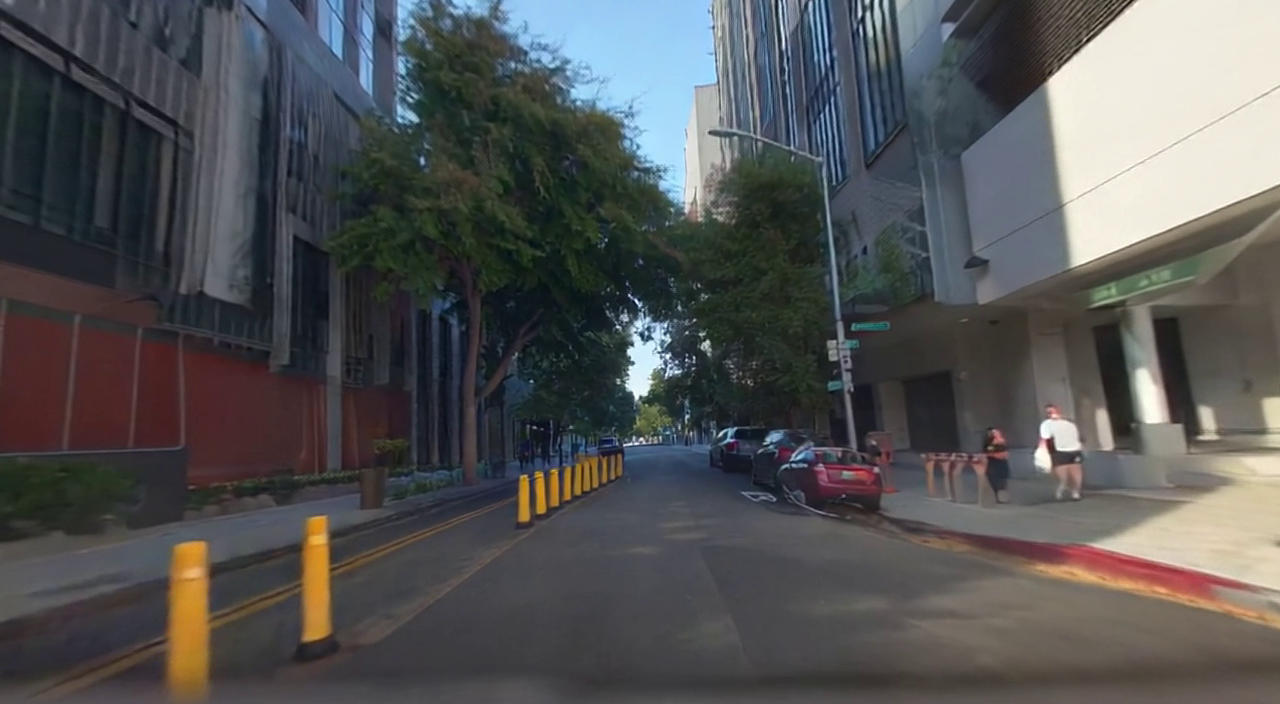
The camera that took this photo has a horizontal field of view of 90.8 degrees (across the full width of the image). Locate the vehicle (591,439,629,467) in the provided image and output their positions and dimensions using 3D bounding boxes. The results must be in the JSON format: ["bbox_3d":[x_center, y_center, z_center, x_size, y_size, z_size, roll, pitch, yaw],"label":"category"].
[{"bbox_3d":[-1.700,5.880,36.988,2.035,1.506,4.075,-1,-8,-1],"label":"vehicle"}]

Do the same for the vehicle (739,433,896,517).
[{"bbox_3d":[3.559,2.526,13.607,2.020,1.448,4.220,-1,-8,-2],"label":"vehicle"}]
